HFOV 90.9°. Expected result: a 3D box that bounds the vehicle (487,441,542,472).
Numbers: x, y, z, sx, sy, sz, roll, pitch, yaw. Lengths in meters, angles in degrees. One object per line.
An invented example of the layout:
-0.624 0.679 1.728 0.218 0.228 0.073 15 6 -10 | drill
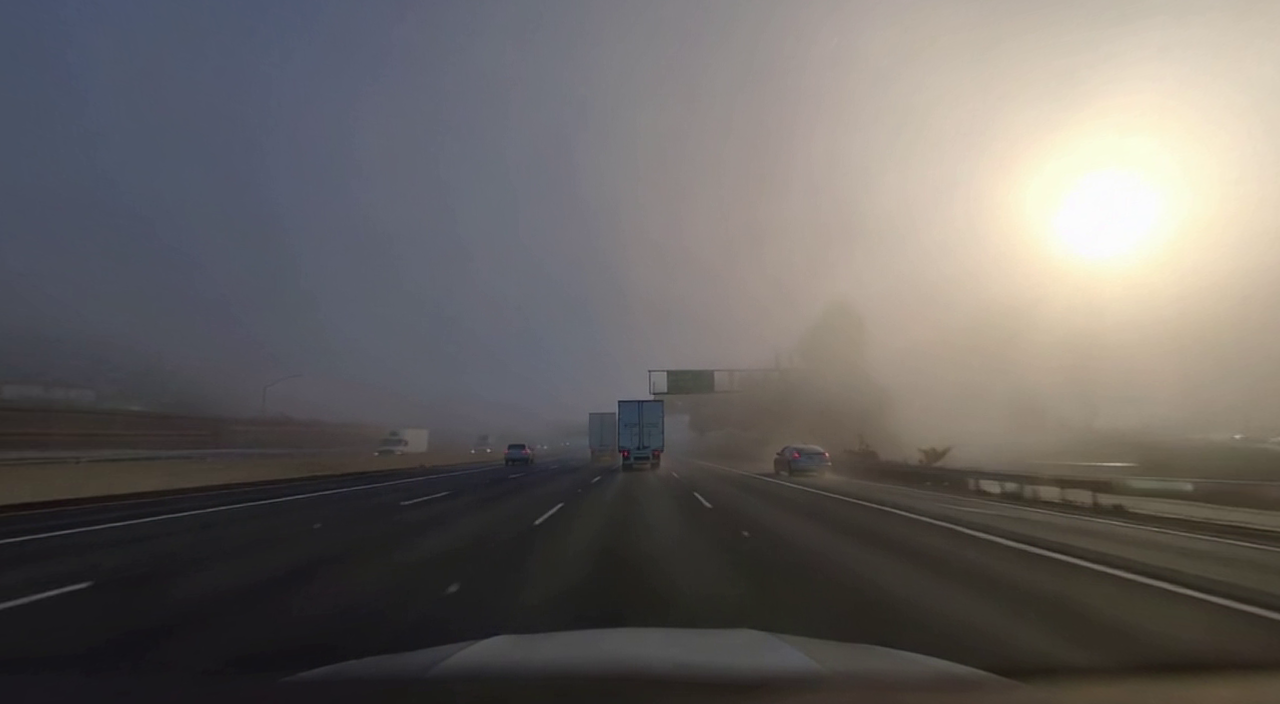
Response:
-6.753 5.667 34.524 1.992 1.547 4.673 -1 -8 1 | vehicle

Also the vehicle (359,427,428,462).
-18.848 7.117 48.732 2.825 2.420 6.603 0 -8 -2 | vehicle

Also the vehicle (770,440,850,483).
6.816 4.392 25.773 1.969 1.560 4.394 -1 -8 -1 | vehicle

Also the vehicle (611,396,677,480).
0.106 4.729 36.186 3.054 3.944 11.230 -2 -6 -1 | vehicle
